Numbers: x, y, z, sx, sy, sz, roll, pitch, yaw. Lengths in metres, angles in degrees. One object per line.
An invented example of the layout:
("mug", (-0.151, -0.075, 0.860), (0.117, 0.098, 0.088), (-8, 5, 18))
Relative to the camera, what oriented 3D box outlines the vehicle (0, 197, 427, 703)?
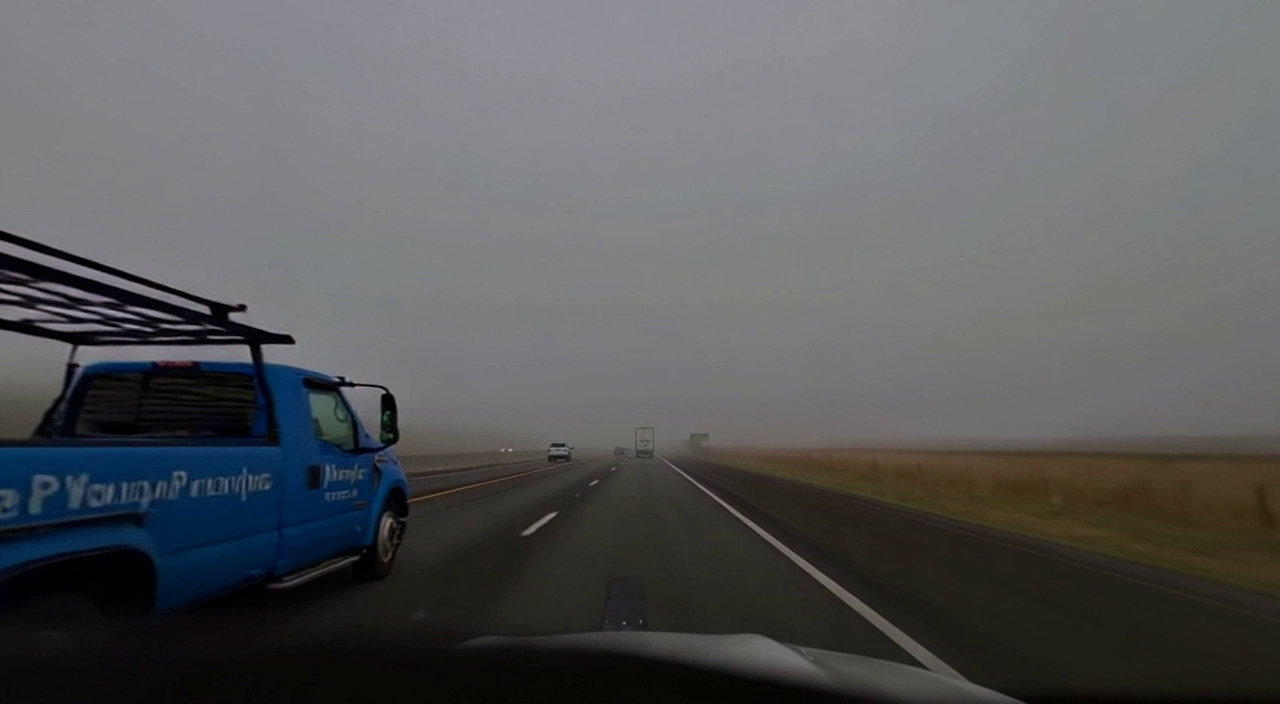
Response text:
("vehicle", (-3.771, 0.771, 3.503), (2.791, 2.330, 6.725), (0, -8, 0))
